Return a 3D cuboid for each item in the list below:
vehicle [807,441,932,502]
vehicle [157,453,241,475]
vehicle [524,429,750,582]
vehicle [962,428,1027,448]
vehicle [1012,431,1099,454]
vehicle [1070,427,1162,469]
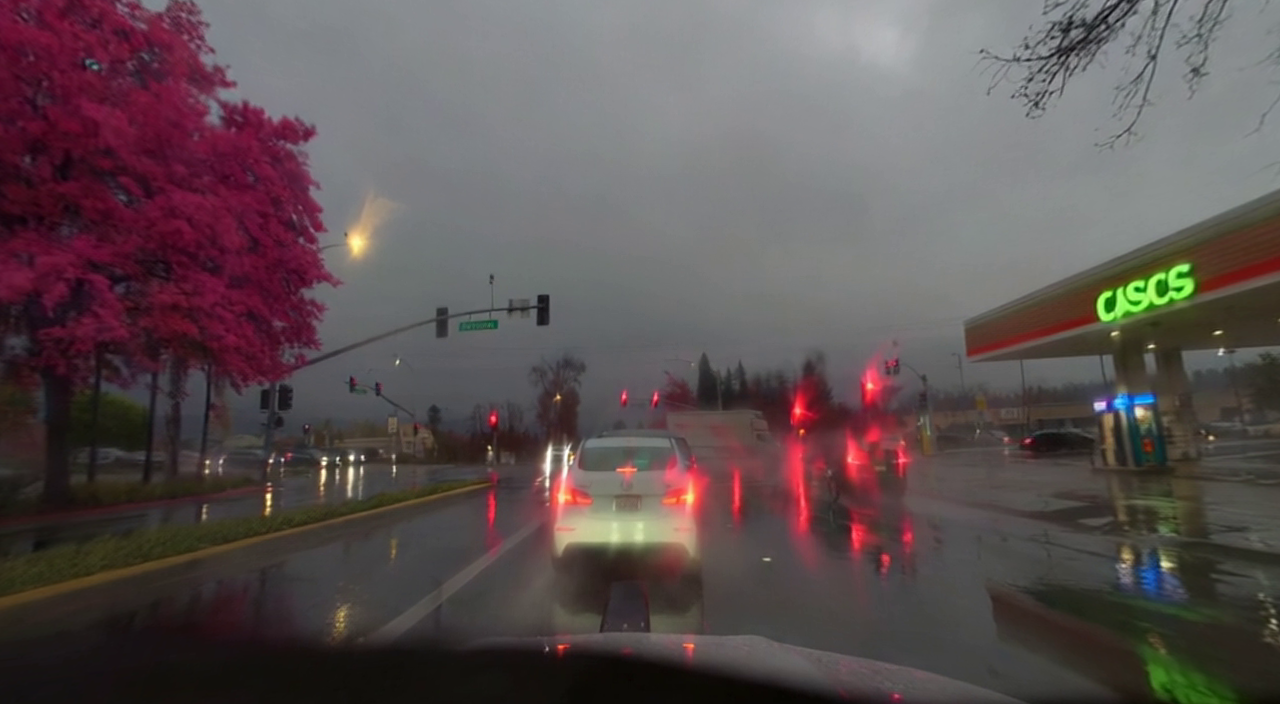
[{"bbox_3d":[6.383,3.351,18.152,1.942,1.511,4.390,0,-8,0],"label":"vehicle"},{"bbox_3d":[-30.383,7.697,43.460,4.609,1.465,1.944,-2,-8,10],"label":"vehicle"},{"bbox_3d":[-0.052,1.804,8.276,2.213,1.482,4.057,0,-8,-1],"label":"vehicle"},{"bbox_3d":[27.702,6.753,49.327,3.968,1.572,1.740,0,-8,3],"label":"vehicle"},{"bbox_3d":[28.399,6.192,43.202,4.458,1.510,1.947,-1,-8,6],"label":"vehicle"},{"bbox_3d":[18.560,3.717,24.506,4.300,1.495,2.053,8,-12,-44],"label":"vehicle"}]
